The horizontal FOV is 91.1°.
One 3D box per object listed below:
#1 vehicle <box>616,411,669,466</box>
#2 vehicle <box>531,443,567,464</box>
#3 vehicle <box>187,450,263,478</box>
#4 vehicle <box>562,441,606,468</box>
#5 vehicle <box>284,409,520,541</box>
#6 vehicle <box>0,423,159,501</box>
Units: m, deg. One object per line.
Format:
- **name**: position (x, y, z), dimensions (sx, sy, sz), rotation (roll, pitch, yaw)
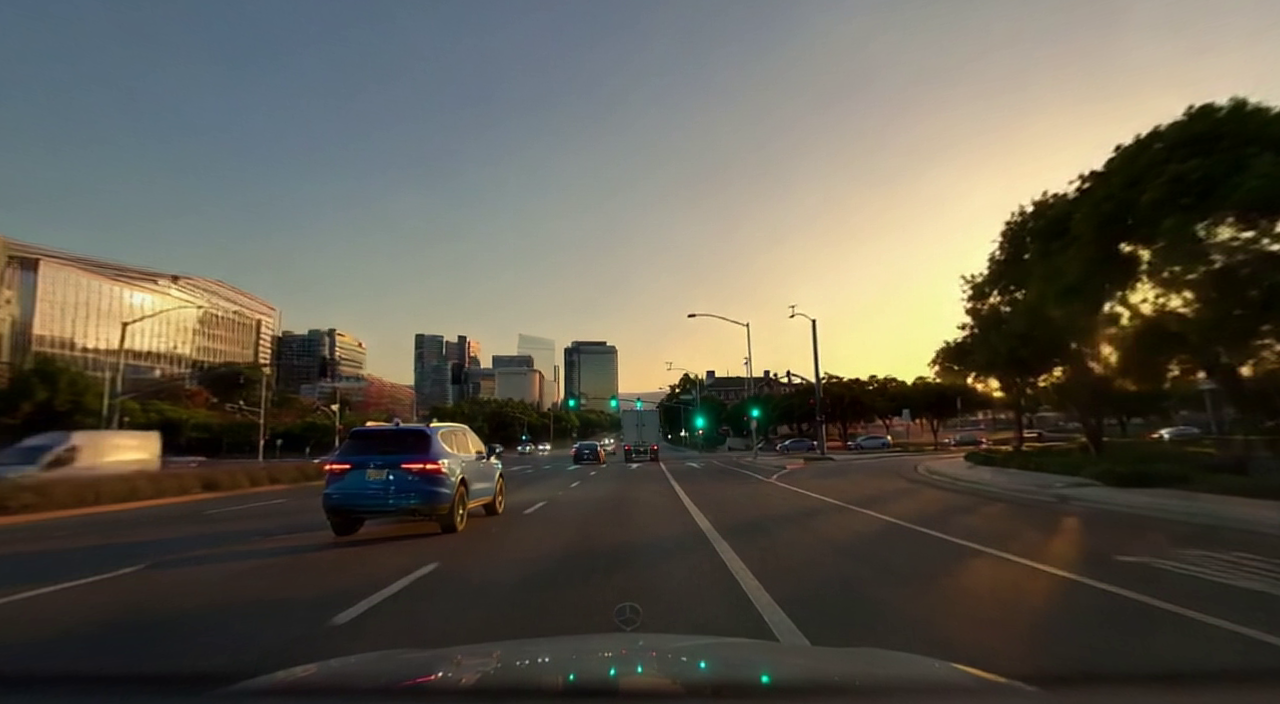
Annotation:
- **vehicle**: position (0.222, 5.366, 38.724), dimensions (2.993, 3.051, 6.692), rotation (0, -8, 2)
- **vehicle**: position (-6.662, 7.467, 46.397), dimensions (1.933, 1.477, 4.119), rotation (0, -8, 1)
- **vehicle**: position (-28.424, 7.667, 43.179), dimensions (1.945, 1.741, 4.644), rotation (0, -8, 1)
- **vehicle**: position (-3.182, 5.904, 36.423), dimensions (2.023, 1.483, 4.143), rotation (0, -8, 1)
- **vehicle**: position (-3.807, 2.080, 11.297), dimensions (2.178, 1.826, 4.933), rotation (0, -8, 1)
- **vehicle**: position (-21.528, 3.998, 23.339), dimensions (2.406, 2.509, 5.940), rotation (0, -8, 1)
